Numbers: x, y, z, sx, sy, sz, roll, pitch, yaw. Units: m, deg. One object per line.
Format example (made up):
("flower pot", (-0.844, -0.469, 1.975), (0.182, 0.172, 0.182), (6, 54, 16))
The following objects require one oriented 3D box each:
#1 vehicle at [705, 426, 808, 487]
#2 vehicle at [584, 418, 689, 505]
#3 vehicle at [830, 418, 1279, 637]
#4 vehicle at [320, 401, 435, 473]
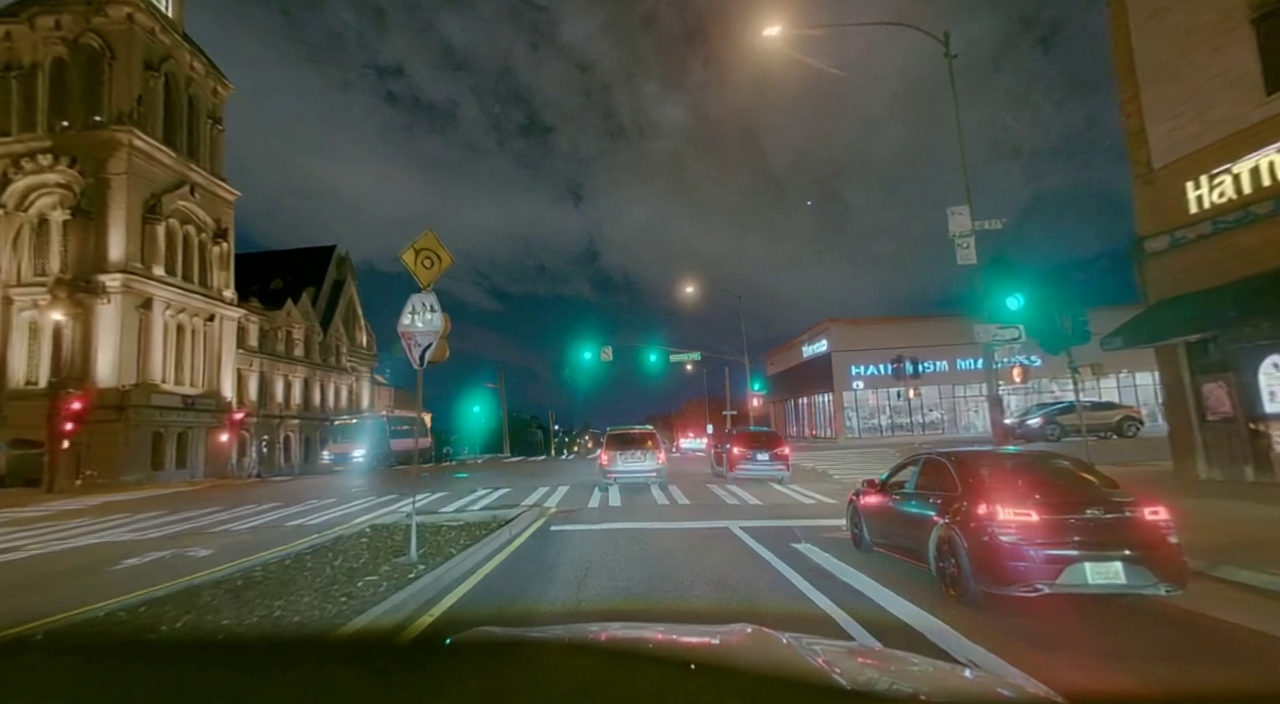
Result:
("vehicle", (3.122, 2.918, 17.883), (1.890, 1.491, 4.166), (0, -8, -4))
("vehicle", (-0.176, 2.576, 15.204), (2.168, 1.776, 4.135), (0, -8, -3))
("vehicle", (3.651, 1.525, 6.592), (1.883, 1.472, 4.471), (0, -8, -1))
("vehicle", (-15.346, 5.142, 37.932), (3.126, 3.773, 8.662), (0, -8, 0))
